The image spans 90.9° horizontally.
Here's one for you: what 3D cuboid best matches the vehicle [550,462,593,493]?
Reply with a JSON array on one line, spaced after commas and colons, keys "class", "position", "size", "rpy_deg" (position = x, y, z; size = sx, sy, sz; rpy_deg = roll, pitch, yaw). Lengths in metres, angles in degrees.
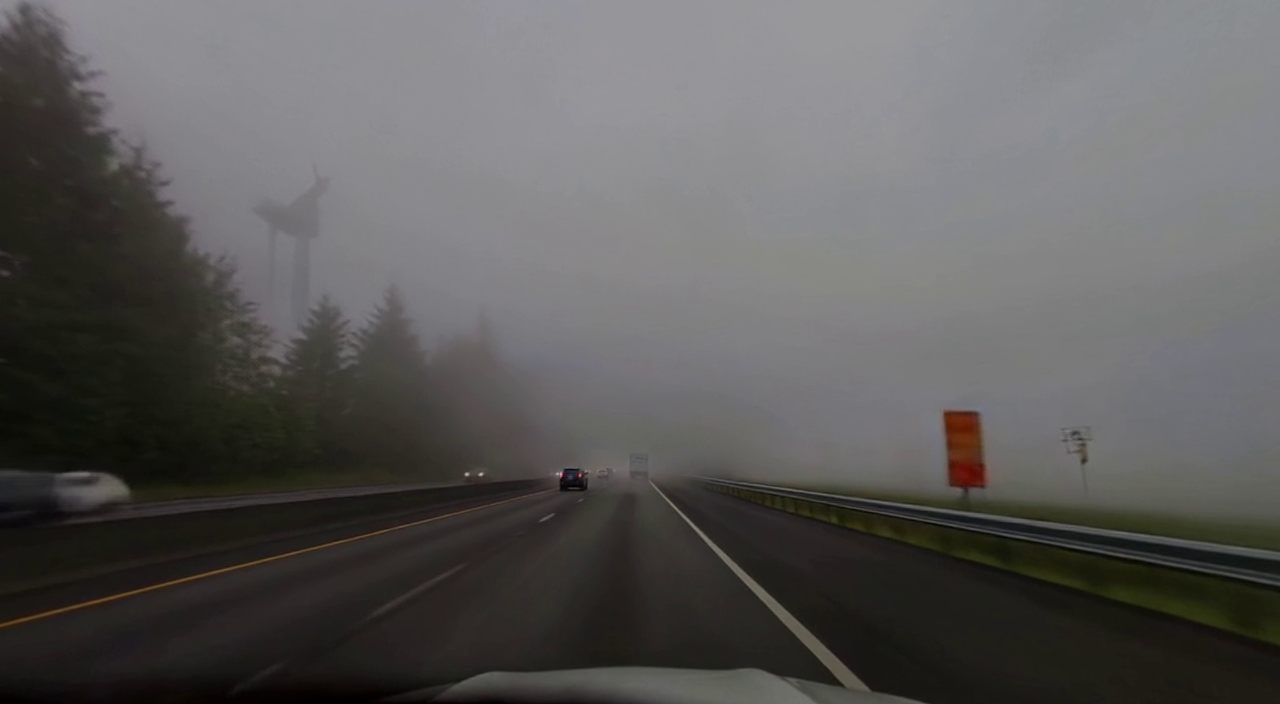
[{"class": "vehicle", "position": [-4.099, 7.624, 38.496], "size": [2.124, 1.705, 4.440], "rpy_deg": [1, -11, 0]}]
